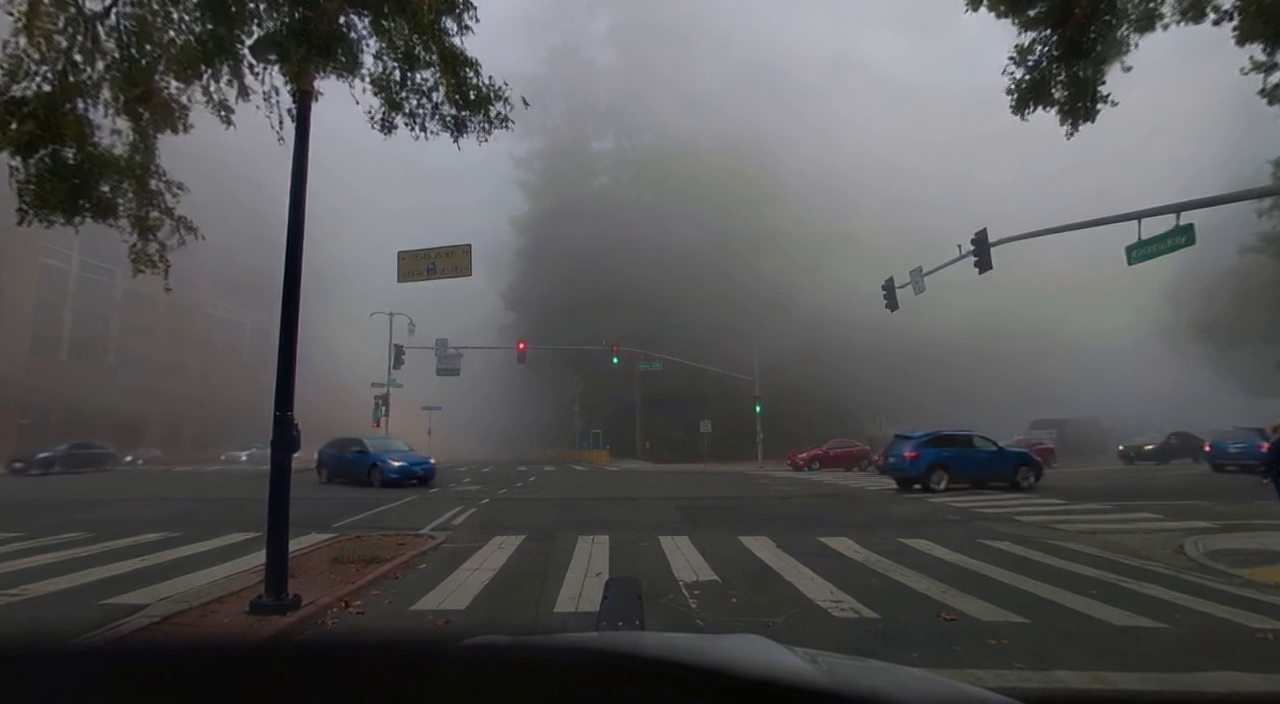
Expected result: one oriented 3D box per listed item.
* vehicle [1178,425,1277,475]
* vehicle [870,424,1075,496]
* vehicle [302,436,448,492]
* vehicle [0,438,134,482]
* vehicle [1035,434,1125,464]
[{"bbox_3d":[23.723,3.984,25.786,2.457,1.777,6.196,-7,-11,39],"label":"vehicle"},{"bbox_3d":[9.016,2.928,17.374,4.509,1.821,2.066,1,-9,-9],"label":"vehicle"},{"bbox_3d":[-8.248,3.403,19.585,4.312,1.540,2.007,-6,-10,33],"label":"vehicle"},{"bbox_3d":[-23.558,4.372,25.831,1.951,1.609,4.693,0,-8,-2],"label":"vehicle"},{"bbox_3d":[27.753,6.149,40.085,2.156,1.719,4.780,0,-8,-2],"label":"vehicle"}]
